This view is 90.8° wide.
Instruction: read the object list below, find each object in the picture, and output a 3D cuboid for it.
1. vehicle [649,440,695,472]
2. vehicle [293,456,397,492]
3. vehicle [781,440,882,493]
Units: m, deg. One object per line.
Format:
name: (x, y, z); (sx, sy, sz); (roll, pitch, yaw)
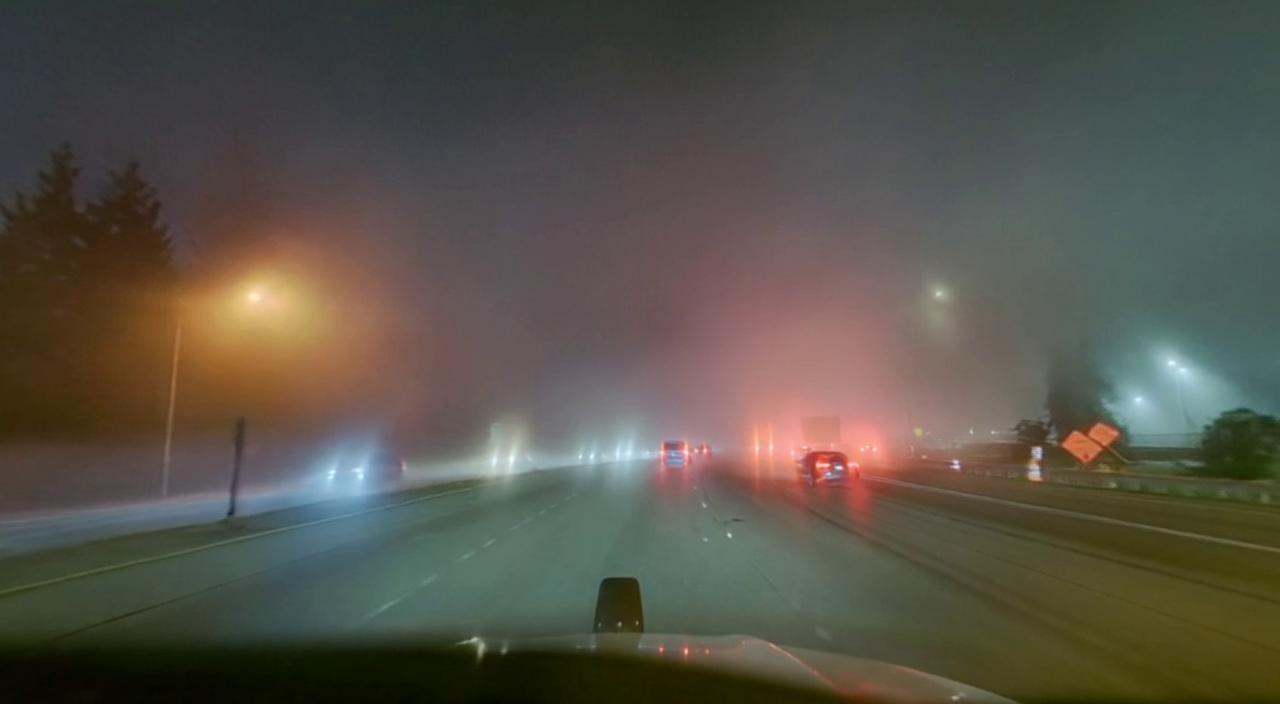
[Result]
vehicle: (1.872, 5.882, 35.802); (2.201, 1.676, 4.541); (-1, -9, 7)
vehicle: (-13.673, 5.667, 29.677); (2.205, 1.446, 4.840); (-1, -9, 5)
vehicle: (5.855, 3.526, 19.864); (2.044, 1.474, 4.083); (-1, -9, 3)
